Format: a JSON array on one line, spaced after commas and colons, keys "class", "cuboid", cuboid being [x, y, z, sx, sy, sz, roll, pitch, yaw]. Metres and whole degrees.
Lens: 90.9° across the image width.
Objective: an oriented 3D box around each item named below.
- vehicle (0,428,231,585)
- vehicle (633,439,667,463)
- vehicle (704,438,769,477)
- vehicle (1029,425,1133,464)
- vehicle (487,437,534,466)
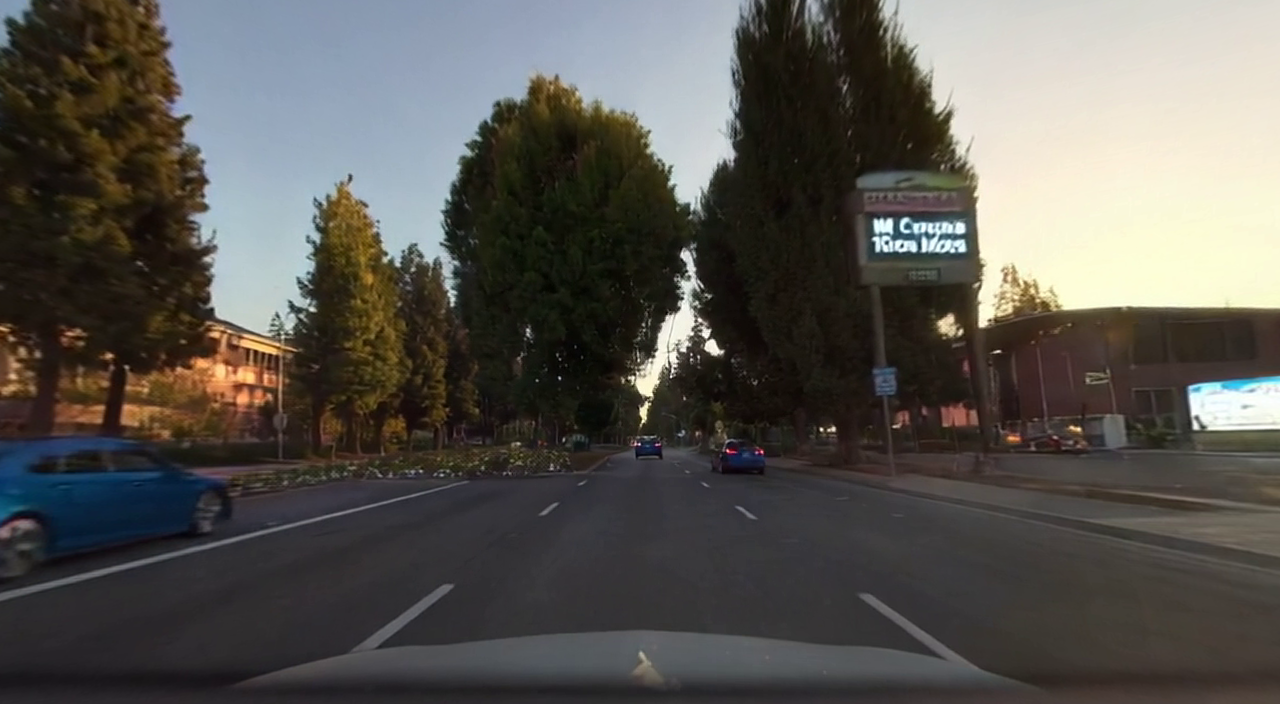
[{"class": "vehicle", "cuboid": [-6.971, 1.637, 7.192, 1.993, 1.444, 3.965, 0, -8, -1]}, {"class": "vehicle", "cuboid": [0.734, 6.565, 41.989, 2.001, 1.504, 4.212, -1, -8, 5]}, {"class": "vehicle", "cuboid": [3.957, 4.422, 26.634, 1.977, 1.474, 4.399, 0, -8, -1]}, {"class": "vehicle", "cuboid": [25.925, 5.500, 37.354, 2.244, 2.120, 5.471, 0, -8, 2]}, {"class": "vehicle", "cuboid": [-7.518, 5.714, 36.272, 2.127, 1.562, 4.402, 2, -9, -17]}]
